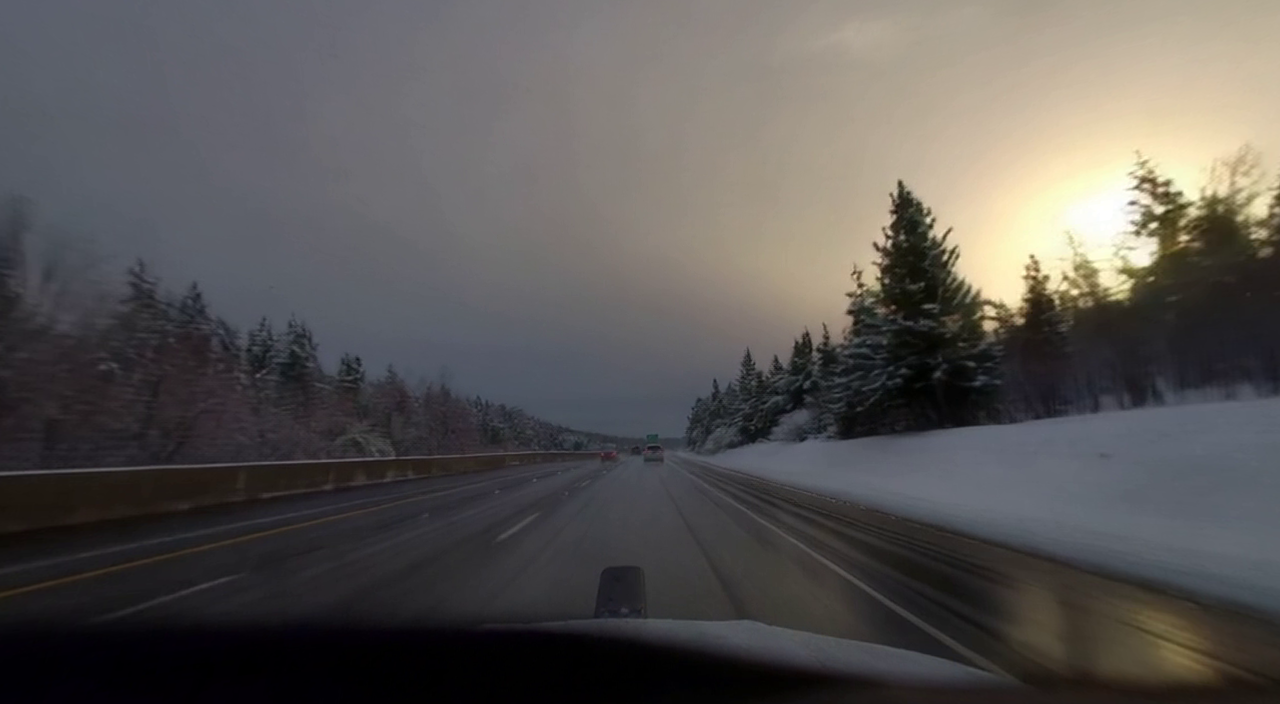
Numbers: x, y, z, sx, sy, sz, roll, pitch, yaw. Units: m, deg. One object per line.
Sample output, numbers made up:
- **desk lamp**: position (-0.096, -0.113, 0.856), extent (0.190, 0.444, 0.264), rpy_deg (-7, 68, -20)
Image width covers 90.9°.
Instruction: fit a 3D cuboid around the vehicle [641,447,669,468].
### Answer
- **vehicle**: position (1.066, 7.724, 46.221), extent (1.934, 1.488, 3.832), rpy_deg (0, -9, 0)
